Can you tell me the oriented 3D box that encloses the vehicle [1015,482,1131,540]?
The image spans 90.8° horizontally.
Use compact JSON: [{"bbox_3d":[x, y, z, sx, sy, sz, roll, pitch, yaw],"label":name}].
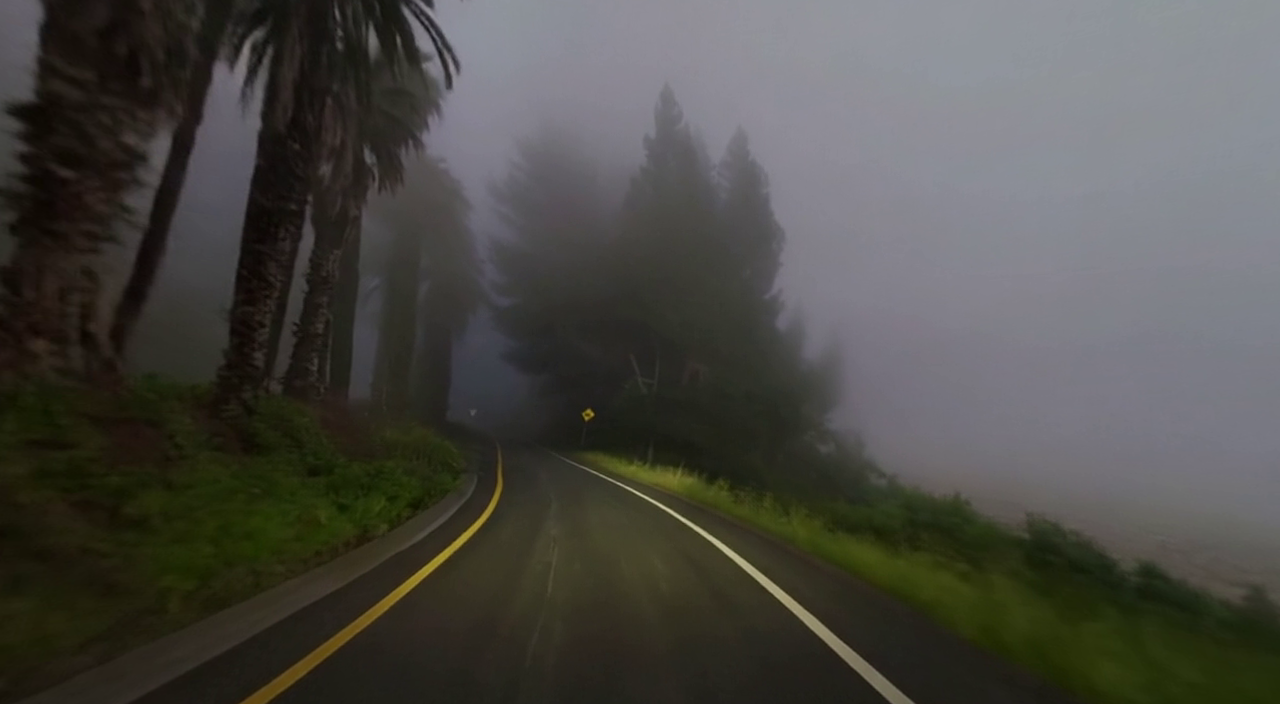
[{"bbox_3d":[16.325,5.957,24.122,1.856,1.740,4.503,-3,-9,11],"label":"vehicle"}]
